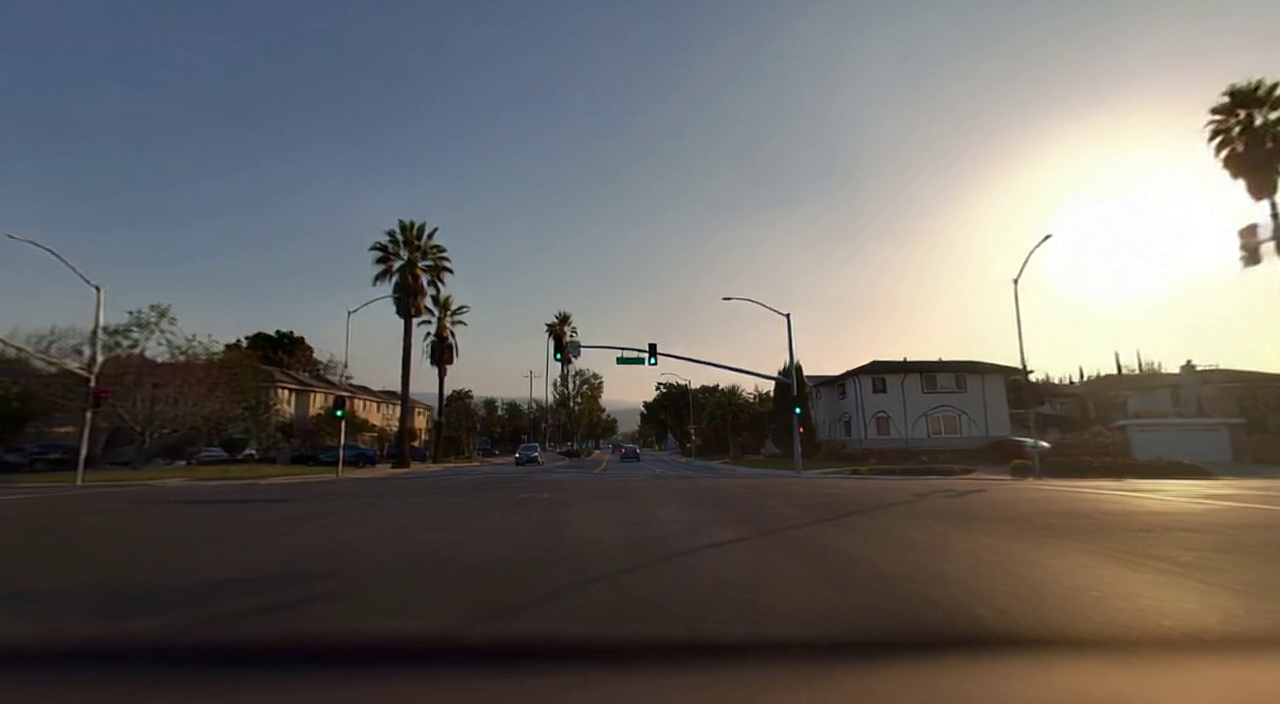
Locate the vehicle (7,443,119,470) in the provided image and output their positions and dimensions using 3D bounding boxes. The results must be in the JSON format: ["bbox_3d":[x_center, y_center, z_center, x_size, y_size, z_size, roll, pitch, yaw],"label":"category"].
[{"bbox_3d":[-35.453,6.398,39.013,4.887,1.546,1.807,7,-11,-40],"label":"vehicle"}]

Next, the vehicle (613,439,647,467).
[{"bbox_3d":[-0.780,7.053,44.516,2.248,1.833,4.798,0,-8,-3],"label":"vehicle"}]

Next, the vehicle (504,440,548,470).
[{"bbox_3d":[-6.809,6.172,38.016,1.983,1.684,3.938,0,-8,-1],"label":"vehicle"}]
